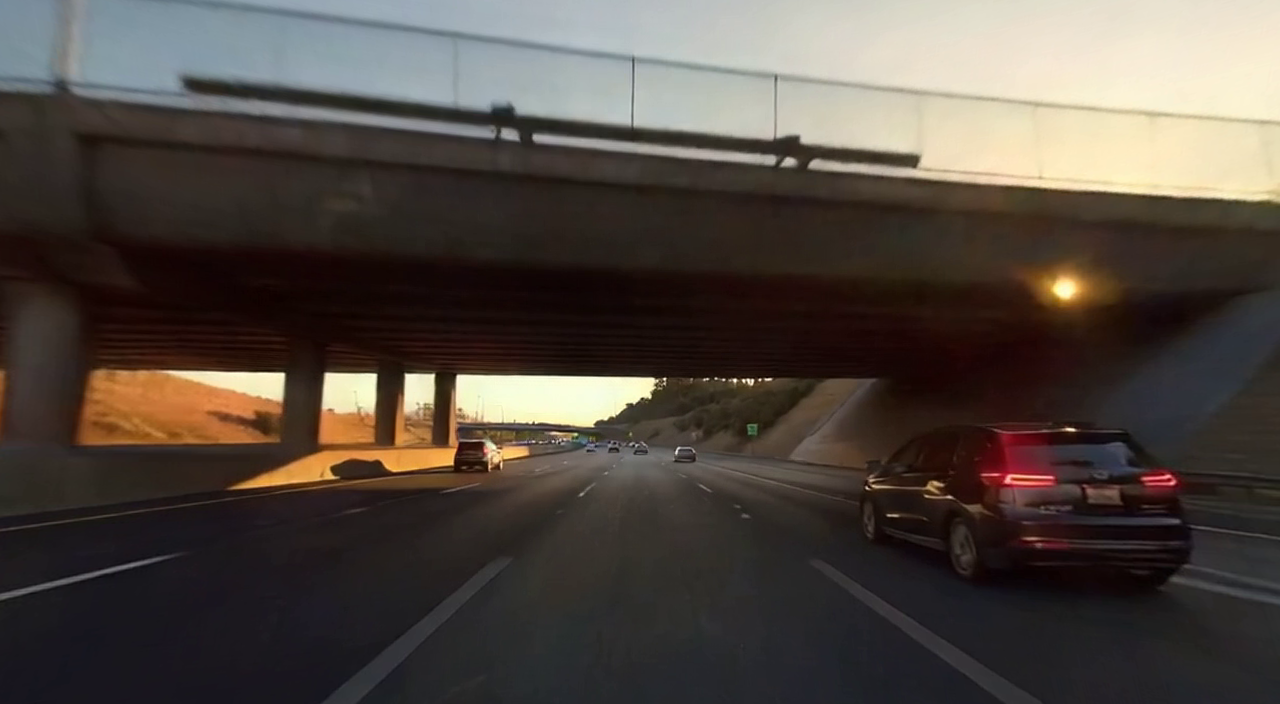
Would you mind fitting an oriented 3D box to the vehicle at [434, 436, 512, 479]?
[{"bbox_3d":[-7.278,4.652,27.972,2.095,1.696,4.680,-1,-9,1],"label":"vehicle"}]

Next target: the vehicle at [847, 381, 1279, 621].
[{"bbox_3d":[4.305,1.518,7.348,2.153,1.860,4.689,-1,-9,0],"label":"vehicle"}]

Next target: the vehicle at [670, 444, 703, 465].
[{"bbox_3d":[3.386,7.542,46.432,2.038,1.497,4.167,0,-9,-1],"label":"vehicle"}]
